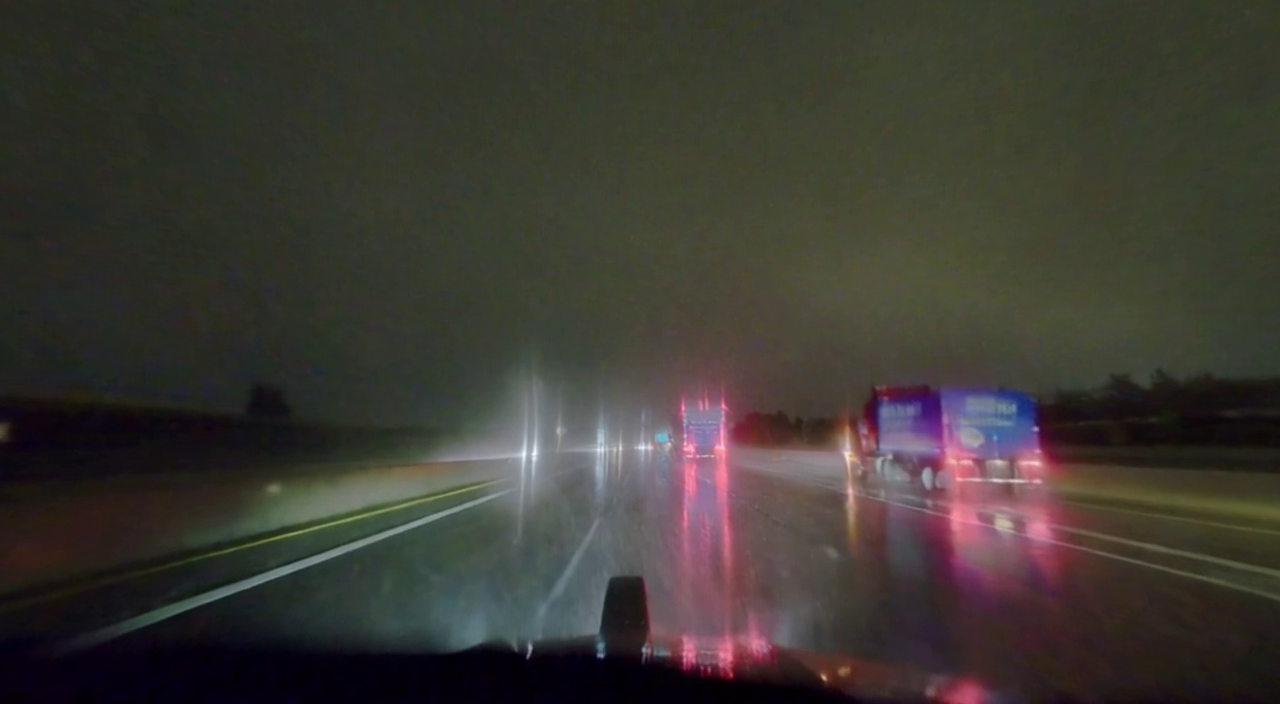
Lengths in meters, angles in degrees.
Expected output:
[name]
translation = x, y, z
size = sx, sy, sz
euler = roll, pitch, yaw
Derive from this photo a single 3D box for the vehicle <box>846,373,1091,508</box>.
[vehicle]
translation = 7.876, 2.315, 16.499
size = 2.474, 2.730, 7.349
euler = 0, -8, 0
